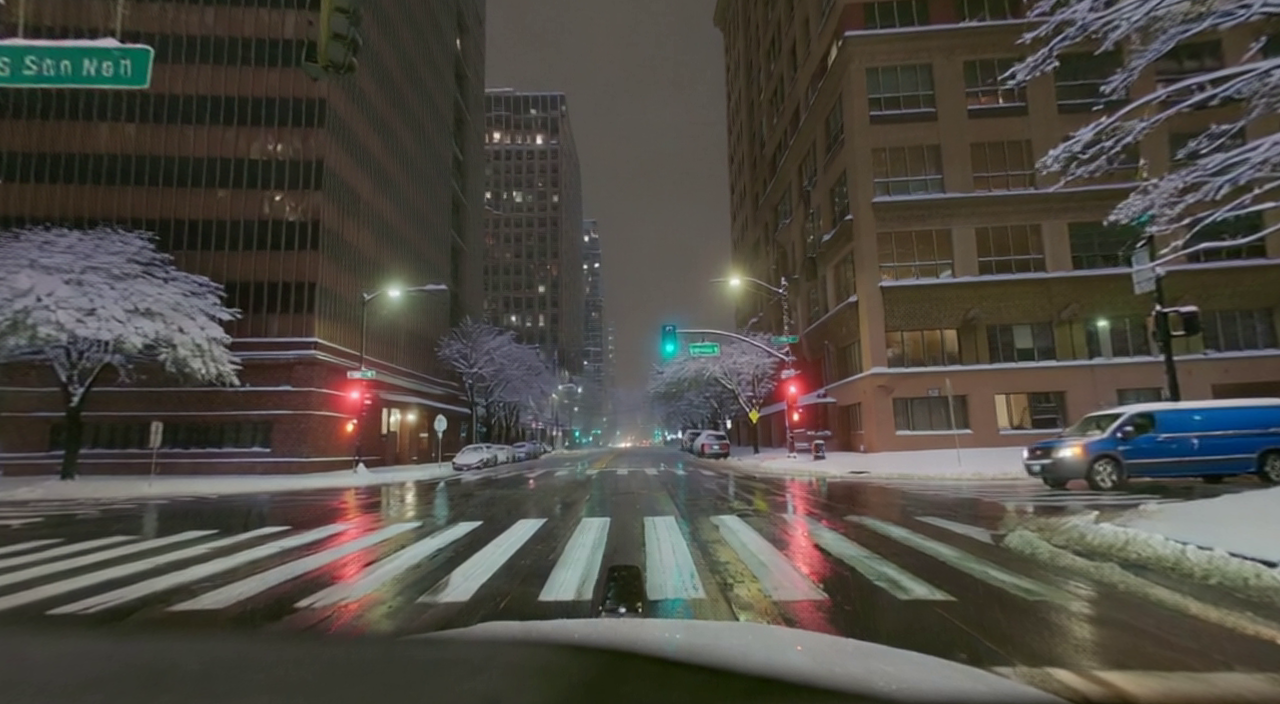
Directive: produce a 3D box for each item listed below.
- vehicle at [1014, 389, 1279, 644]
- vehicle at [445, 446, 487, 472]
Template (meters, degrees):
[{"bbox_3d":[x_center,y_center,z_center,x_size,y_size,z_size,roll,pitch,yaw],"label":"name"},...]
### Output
[{"bbox_3d":[5.598,1.252,5.051,2.070,1.804,4.881,0,-8,-2],"label":"vehicle"},{"bbox_3d":[-12.452,7.629,45.374,1.935,1.639,4.244,-3,-8,-2],"label":"vehicle"}]
